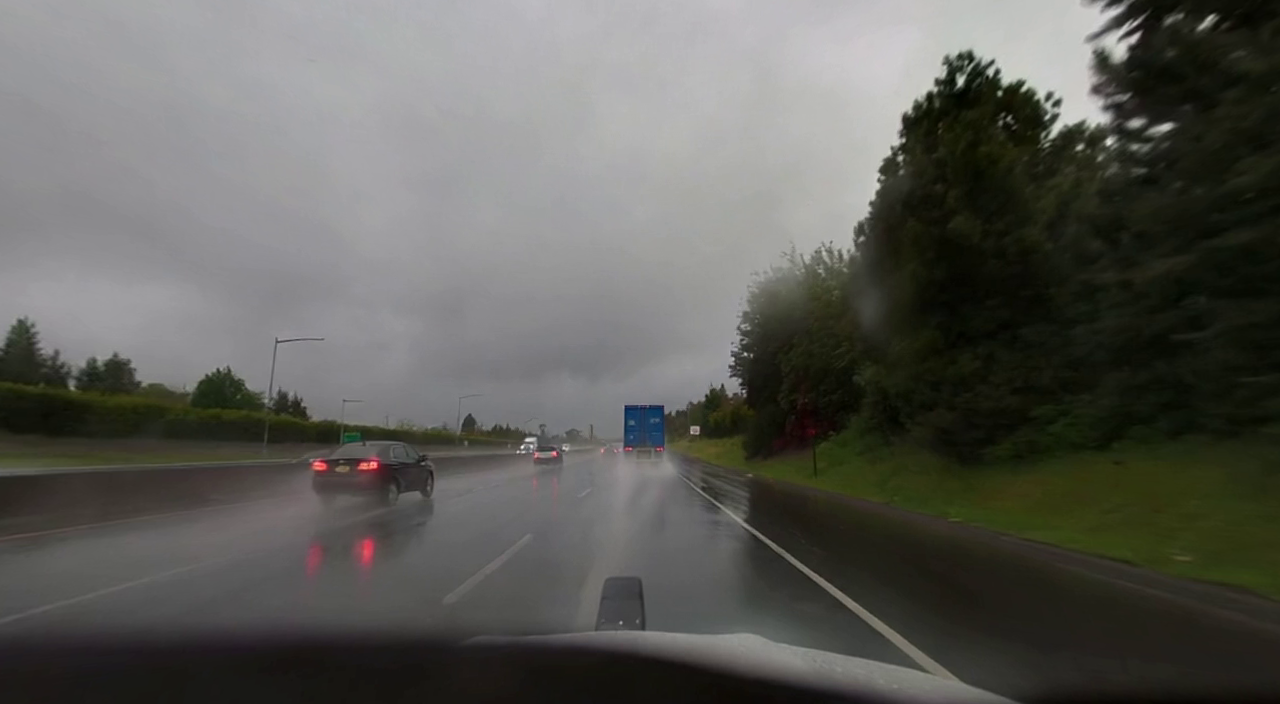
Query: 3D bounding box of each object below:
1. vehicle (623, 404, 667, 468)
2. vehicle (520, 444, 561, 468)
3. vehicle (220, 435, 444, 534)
[{"bbox_3d":[0.323,6.605,48.665,2.918,4.124,14.567,0,-9,0],"label":"vehicle"},{"bbox_3d":[-6.835,7.200,43.654,2.050,1.540,4.766,0,-9,0],"label":"vehicle"},{"bbox_3d":[-5.576,2.442,12.306,2.017,1.517,4.766,0,-9,-1],"label":"vehicle"}]
